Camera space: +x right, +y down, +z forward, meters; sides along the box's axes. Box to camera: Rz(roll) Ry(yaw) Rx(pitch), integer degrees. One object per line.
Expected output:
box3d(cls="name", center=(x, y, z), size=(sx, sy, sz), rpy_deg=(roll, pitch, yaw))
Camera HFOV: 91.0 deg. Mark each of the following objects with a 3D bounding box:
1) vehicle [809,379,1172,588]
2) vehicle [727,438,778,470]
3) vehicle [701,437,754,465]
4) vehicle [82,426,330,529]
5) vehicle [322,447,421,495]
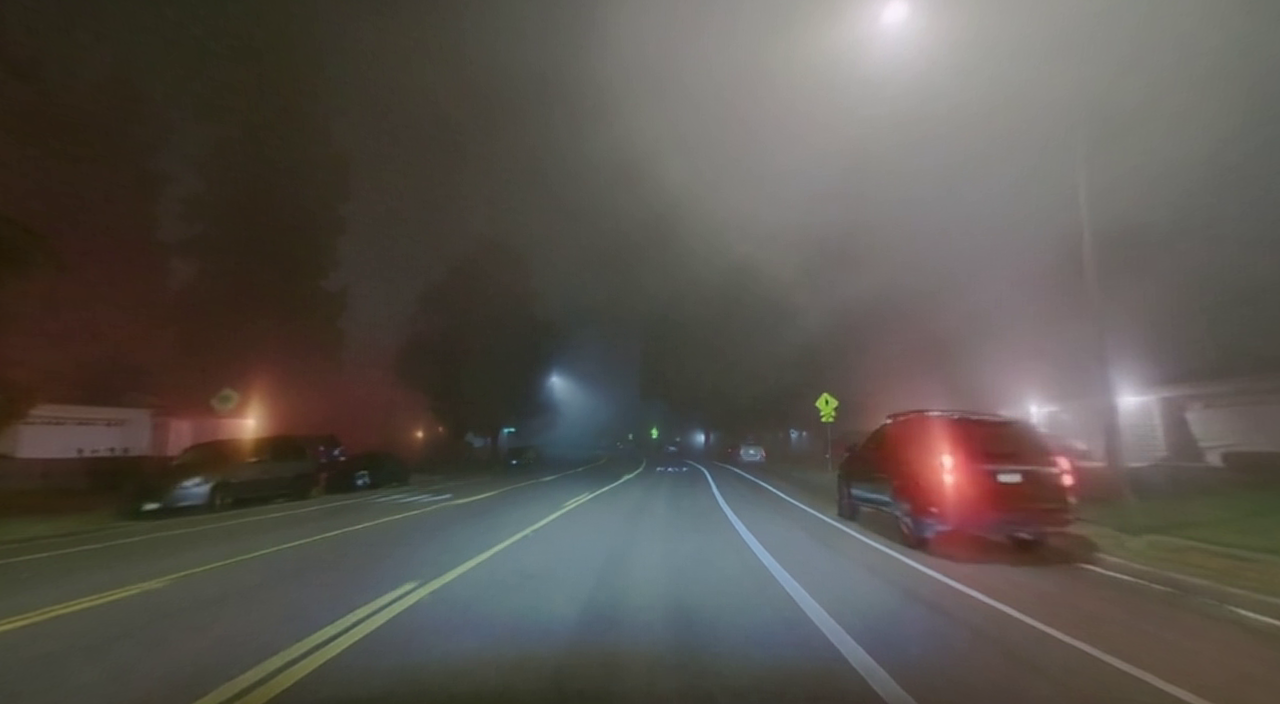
box3d(cls="vehicle", center=(4.753, 1.910, 10.350), size=(2.574, 2.156, 6.672), rpy_deg=(2, -8, 4))
box3d(cls="vehicle", center=(7.138, 6.533, 40.581), size=(1.954, 1.732, 6.409), rpy_deg=(4, -8, -1))
box3d(cls="vehicle", center=(6.522, 7.491, 47.841), size=(2.402, 1.889, 6.910), rpy_deg=(4, -9, -5))
box3d(cls="vehicle", center=(-10.695, 3.109, 16.279), size=(2.450, 1.998, 5.367), rpy_deg=(-5, -9, 3))
box3d(cls="vehicle", center=(-10.178, 4.498, 24.174), size=(1.967, 1.488, 4.216), rpy_deg=(-5, -9, -1))
